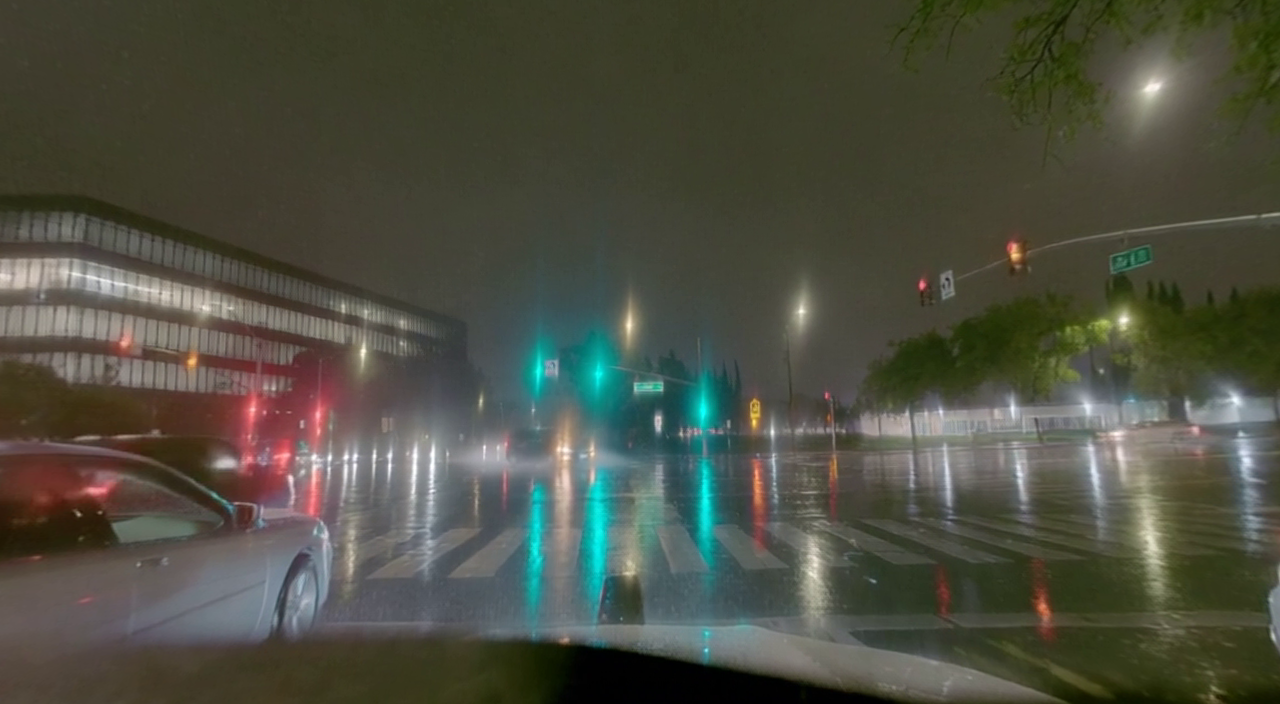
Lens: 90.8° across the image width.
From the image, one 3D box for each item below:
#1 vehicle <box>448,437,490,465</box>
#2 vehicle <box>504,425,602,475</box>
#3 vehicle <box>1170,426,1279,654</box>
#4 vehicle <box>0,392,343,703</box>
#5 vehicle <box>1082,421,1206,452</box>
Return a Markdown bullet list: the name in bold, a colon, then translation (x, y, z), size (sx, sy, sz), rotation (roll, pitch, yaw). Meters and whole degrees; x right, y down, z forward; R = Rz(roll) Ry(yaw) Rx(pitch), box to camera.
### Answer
- **vehicle**: translation (-12.815, 7.415, 47.538), size (2.051, 1.715, 4.346), rotation (-3, -6, -2)
- **vehicle**: translation (-3.743, 4.097, 26.500), size (2.109, 1.871, 4.778), rotation (6, -10, -35)
- **vehicle**: translation (4.943, 0.984, 2.549), size (1.949, 1.449, 4.530), rotation (-1, -8, 5)
- **vehicle**: translation (-3.075, 0.893, 2.148), size (1.919, 1.478, 4.720), rotation (0, -8, -1)
- **vehicle**: translation (25.485, 4.307, 32.052), size (4.660, 1.495, 2.007), rotation (0, -8, -3)
